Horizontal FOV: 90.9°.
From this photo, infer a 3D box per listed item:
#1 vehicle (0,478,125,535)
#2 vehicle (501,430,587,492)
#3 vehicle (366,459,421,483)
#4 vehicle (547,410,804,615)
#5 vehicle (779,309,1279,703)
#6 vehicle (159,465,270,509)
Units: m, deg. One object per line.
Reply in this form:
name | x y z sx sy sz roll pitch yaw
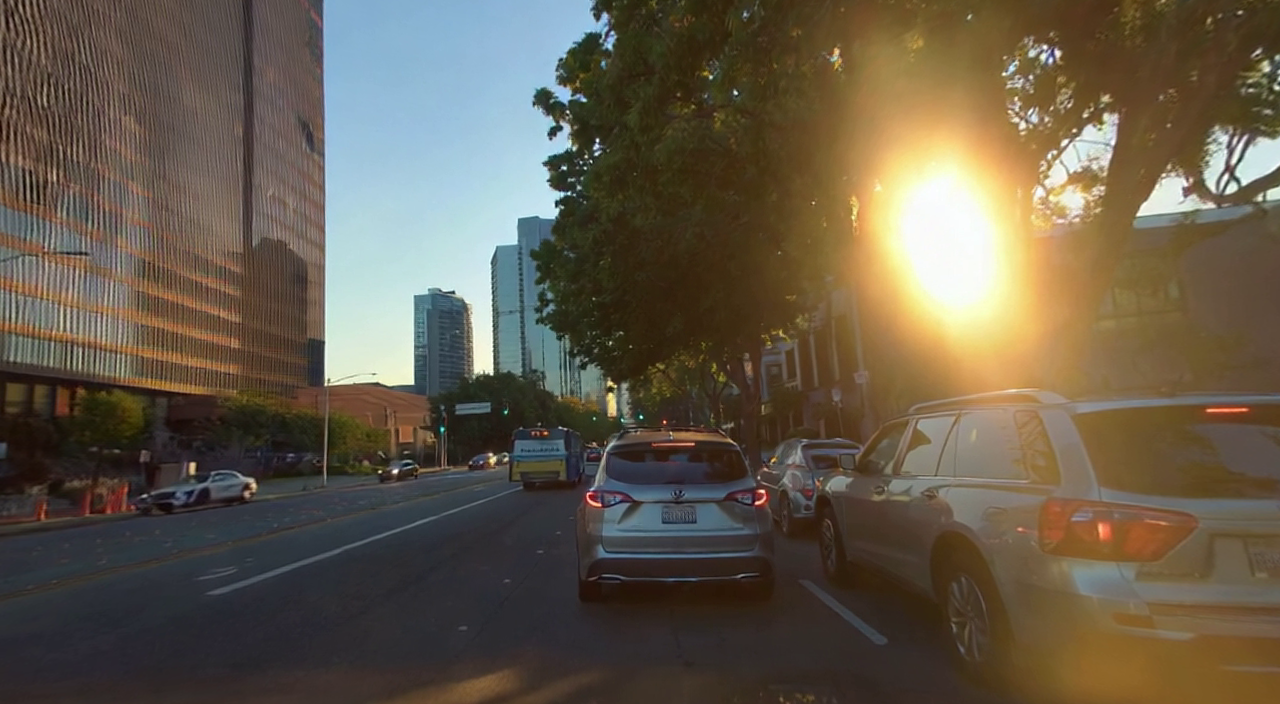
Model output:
vehicle | -22.681 5.799 24.064 1.975 1.698 4.715 0 -9 1
vehicle | -3.187 3.769 22.173 2.175 1.919 5.223 0 -9 0
vehicle | -19.120 9.229 49.158 2.274 1.708 4.863 0 -9 1
vehicle | 0.229 1.553 6.895 2.045 1.608 3.573 0 -9 -2
vehicle | 2.728 1.098 4.921 2.117 1.855 4.794 0 -9 -1
vehicle | -18.975 6.009 28.367 1.964 1.686 4.144 0 -9 2
